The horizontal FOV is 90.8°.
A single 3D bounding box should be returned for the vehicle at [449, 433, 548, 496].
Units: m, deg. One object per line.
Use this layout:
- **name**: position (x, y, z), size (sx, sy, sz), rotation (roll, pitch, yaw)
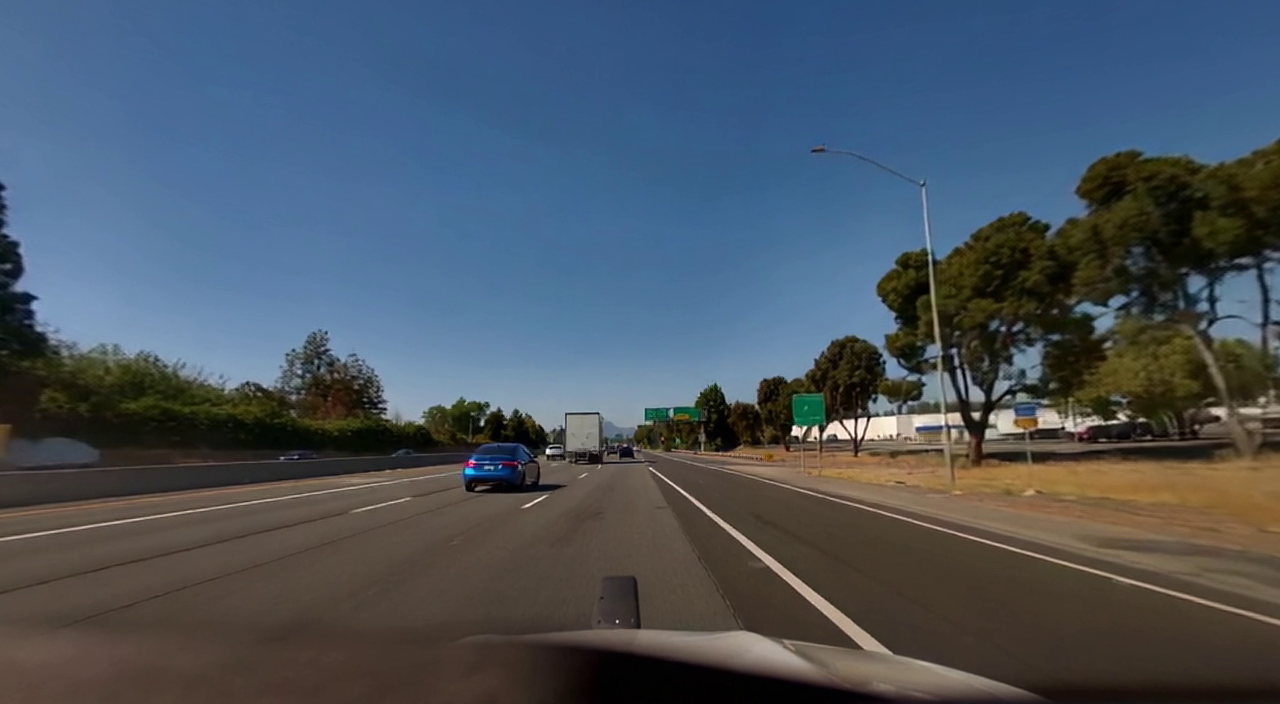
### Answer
- **vehicle**: position (-4.097, 3.341, 19.068), size (2.033, 1.669, 4.112), rotation (0, -9, 0)
